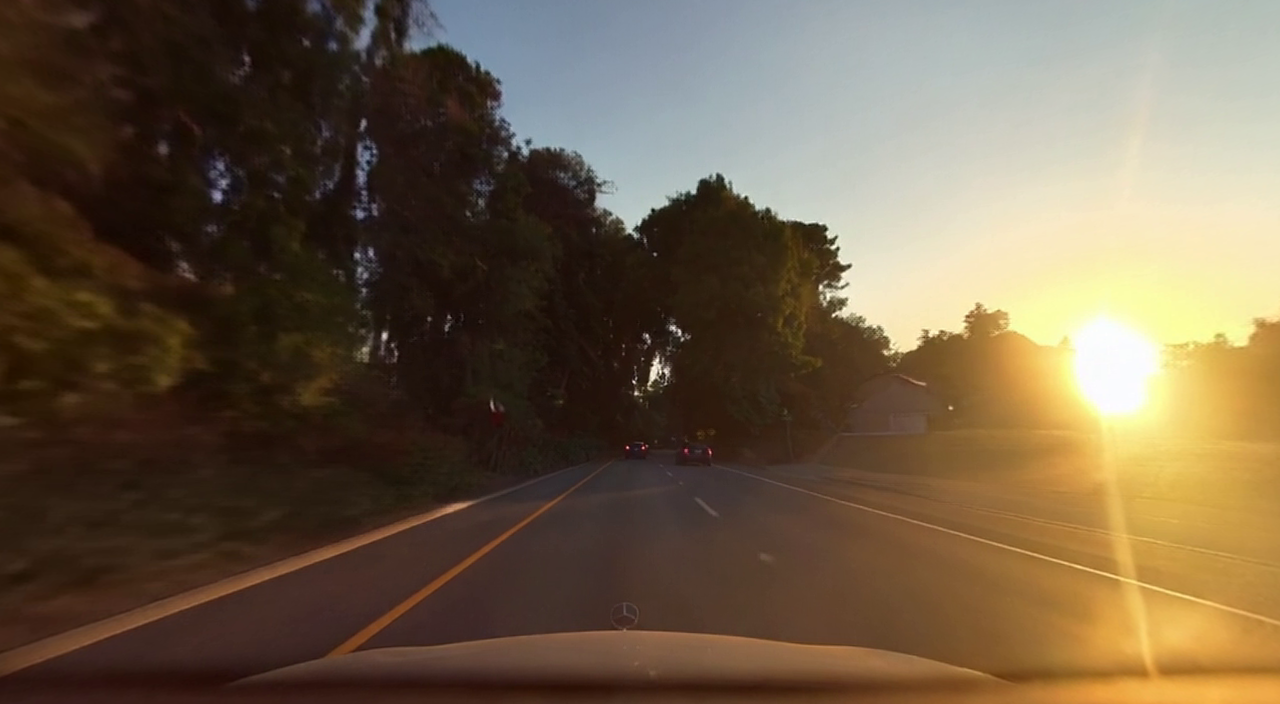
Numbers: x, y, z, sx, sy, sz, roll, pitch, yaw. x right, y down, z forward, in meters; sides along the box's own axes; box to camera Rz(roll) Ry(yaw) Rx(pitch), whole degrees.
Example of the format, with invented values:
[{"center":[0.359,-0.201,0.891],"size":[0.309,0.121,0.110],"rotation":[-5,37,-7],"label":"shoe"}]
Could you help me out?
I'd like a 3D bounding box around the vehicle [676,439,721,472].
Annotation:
[{"center":[3.067,5.520,33.770],"size":[1.888,1.640,4.044],"rotation":[0,-9,-2],"label":"vehicle"}]
